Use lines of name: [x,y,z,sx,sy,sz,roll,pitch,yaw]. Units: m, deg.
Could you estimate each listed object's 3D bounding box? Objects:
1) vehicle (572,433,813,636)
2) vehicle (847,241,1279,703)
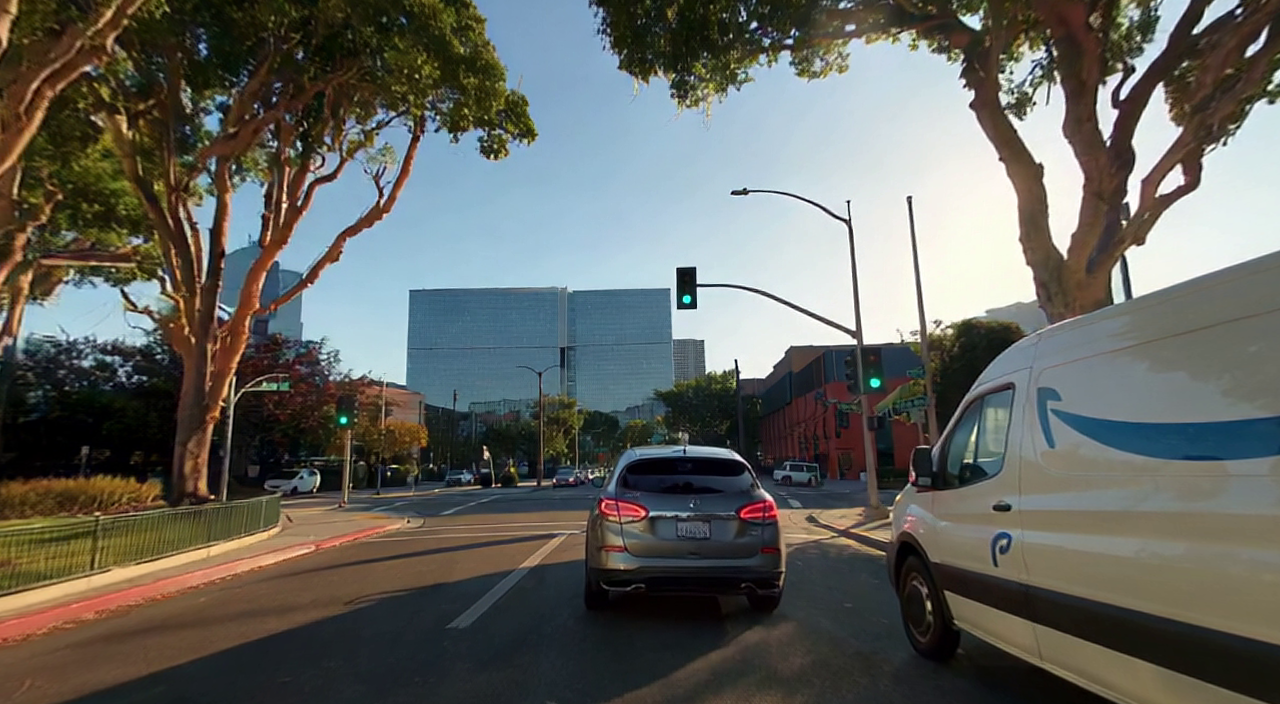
vehicle: [0.367,1.832,7.027,1.961,1.629,3.610,1,-11,-2]
vehicle: [2.856,0.879,2.831,2.054,1.965,5.248,1,-11,0]
